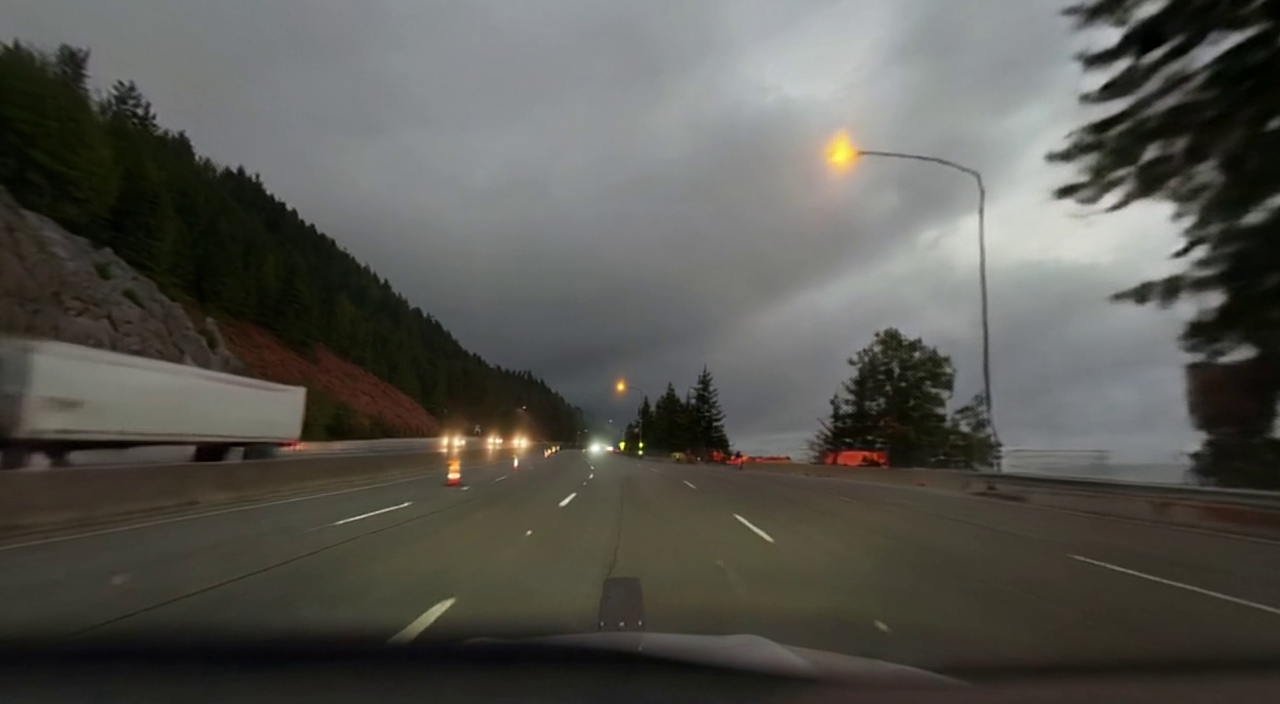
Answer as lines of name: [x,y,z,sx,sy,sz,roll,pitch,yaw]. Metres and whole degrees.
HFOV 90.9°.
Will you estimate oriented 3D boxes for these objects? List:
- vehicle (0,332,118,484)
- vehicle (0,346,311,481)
vehicle: [-19.477,1.511,17.305,3.015,4.224,8.233,0,-9,0]
vehicle: [-19.738,3.035,27.239,2.886,4.146,15.863,0,-9,-1]
